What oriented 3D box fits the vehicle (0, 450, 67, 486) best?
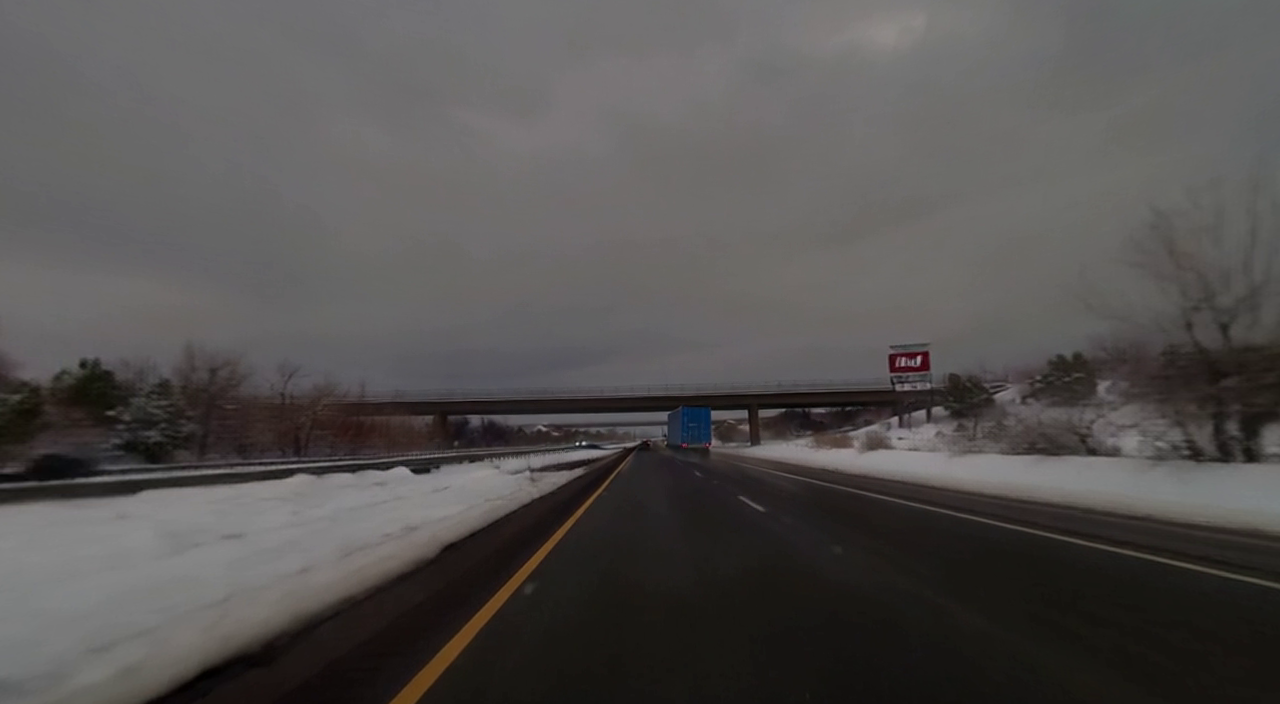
[{"bbox_3d":[-32.424,5.868,32.029,2.021,1.732,4.793,0,-8,1],"label":"vehicle"}]
